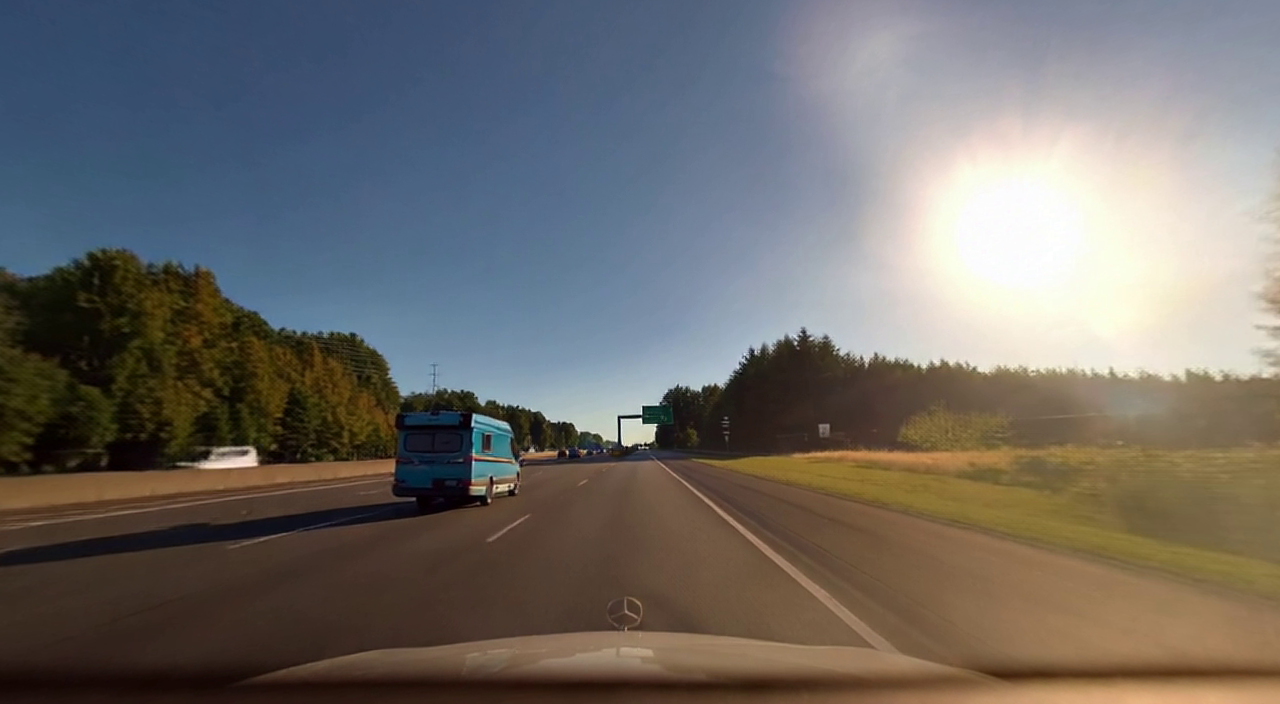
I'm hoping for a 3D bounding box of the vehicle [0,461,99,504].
[{"bbox_3d":[-23.626,4.979,24.443,1.890,1.433,3.874,0,-8,-1],"label":"vehicle"}]

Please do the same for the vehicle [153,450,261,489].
[{"bbox_3d":[-19.158,5.184,28.188,1.826,1.527,4.196,0,-8,0],"label":"vehicle"}]

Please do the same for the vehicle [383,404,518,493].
[{"bbox_3d":[-6.998,3.745,24.687,2.747,2.934,7.411,0,-8,2],"label":"vehicle"}]
